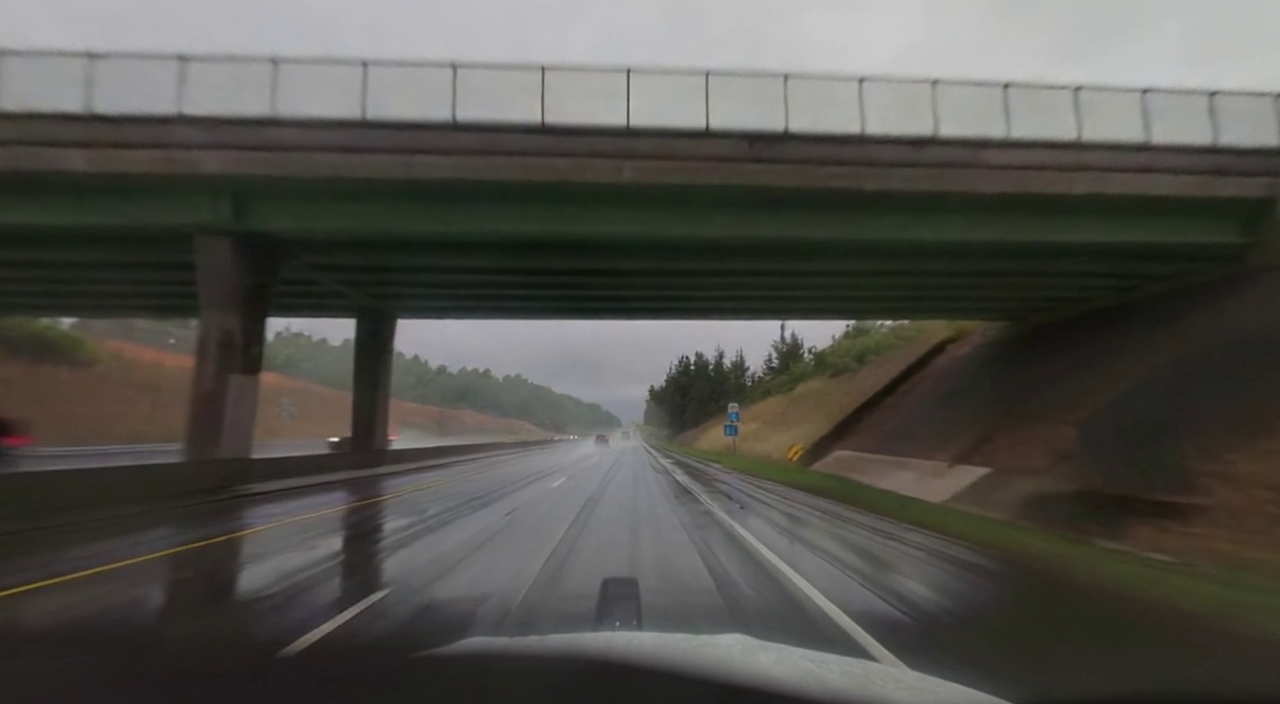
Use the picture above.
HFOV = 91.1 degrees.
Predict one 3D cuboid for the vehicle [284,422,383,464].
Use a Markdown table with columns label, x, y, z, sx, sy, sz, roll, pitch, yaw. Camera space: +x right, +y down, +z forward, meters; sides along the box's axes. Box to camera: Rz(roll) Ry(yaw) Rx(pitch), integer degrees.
| label | x | y | z | sx | sy | sz | roll | pitch | yaw |
| --- | --- | --- | --- | --- | --- | --- | --- | --- | --- |
| vehicle | -11.974 | 3.574 | 24.897 | 1.864 | 1.533 | 4.094 | 0 | -8 | 0 |
